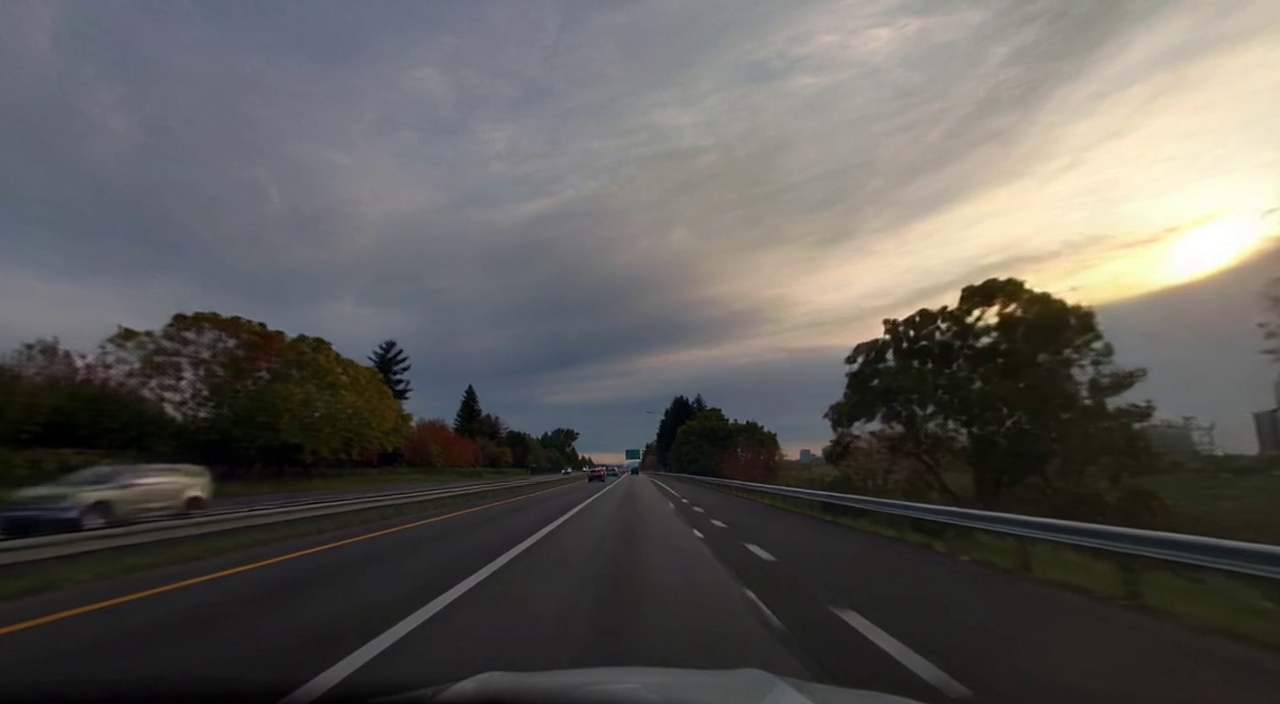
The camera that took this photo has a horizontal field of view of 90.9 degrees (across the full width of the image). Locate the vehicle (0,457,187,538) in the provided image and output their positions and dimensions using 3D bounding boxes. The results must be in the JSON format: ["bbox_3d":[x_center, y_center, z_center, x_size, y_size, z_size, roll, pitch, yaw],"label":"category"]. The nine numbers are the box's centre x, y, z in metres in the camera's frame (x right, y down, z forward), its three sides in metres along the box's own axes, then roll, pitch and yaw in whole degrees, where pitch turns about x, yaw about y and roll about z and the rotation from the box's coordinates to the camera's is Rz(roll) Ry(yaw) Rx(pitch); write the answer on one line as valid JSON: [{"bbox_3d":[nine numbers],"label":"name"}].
[{"bbox_3d":[-13.043,3.216,14.406,1.983,1.520,4.466,1,-10,0],"label":"vehicle"}]
